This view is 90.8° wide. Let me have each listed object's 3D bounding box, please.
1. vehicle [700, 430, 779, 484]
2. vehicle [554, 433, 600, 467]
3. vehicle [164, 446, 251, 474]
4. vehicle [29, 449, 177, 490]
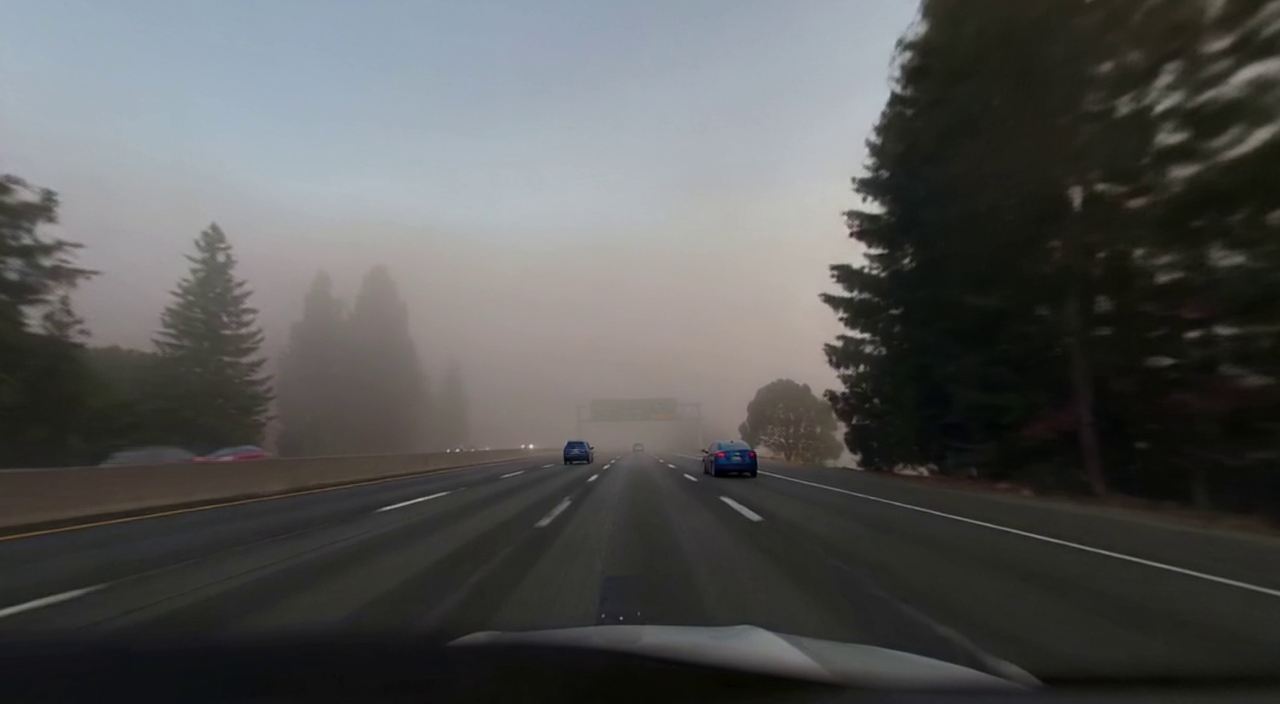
[{"bbox_3d":[3.376,3.689,22.347,2.053,1.714,4.097,0,-9,-1],"label":"vehicle"},{"bbox_3d":[-3.523,5.602,36.103,2.173,1.793,4.564,0,-9,0],"label":"vehicle"},{"bbox_3d":[-25.020,6.242,36.812,1.891,1.540,4.593,0,-9,-1],"label":"vehicle"},{"bbox_3d":[-21.178,4.607,25.240,1.951,1.473,4.542,0,-9,-1],"label":"vehicle"}]
